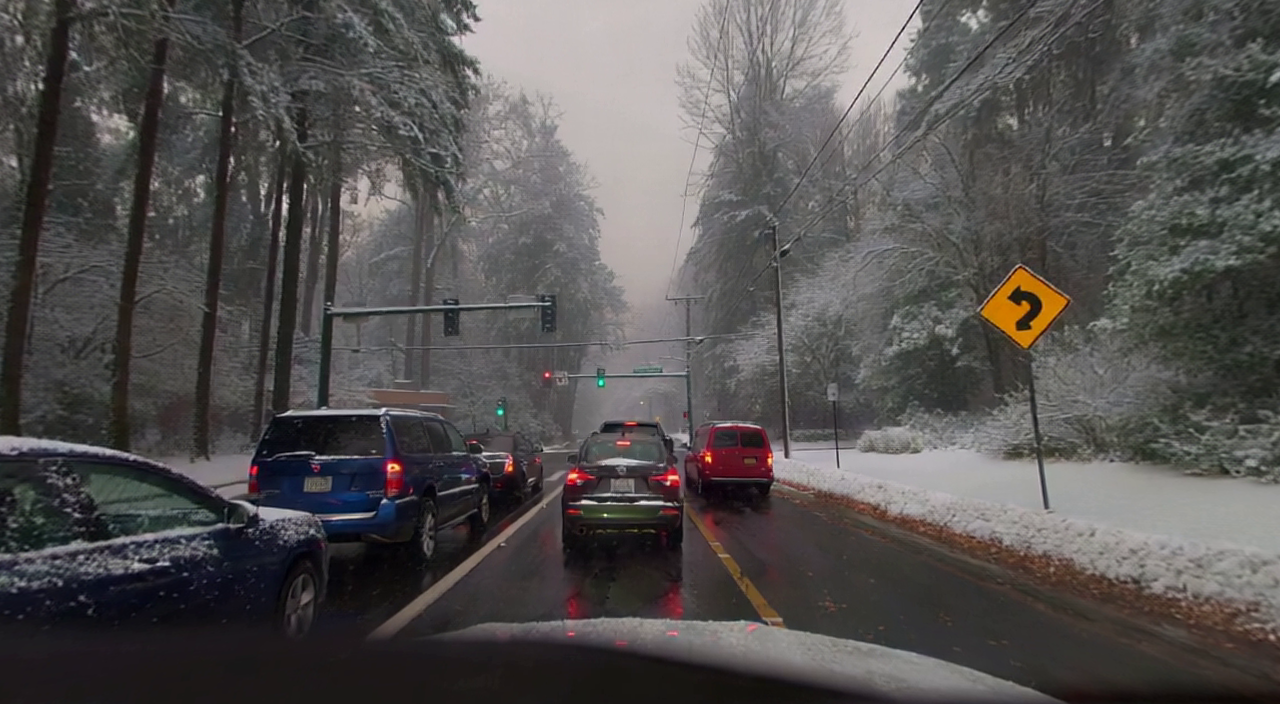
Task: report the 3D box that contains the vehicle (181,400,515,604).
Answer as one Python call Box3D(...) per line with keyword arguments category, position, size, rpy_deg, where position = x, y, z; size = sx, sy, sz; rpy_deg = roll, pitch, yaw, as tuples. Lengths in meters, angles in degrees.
Box3D(category="vehicle", position=(-2.886, 1.574, 7.454), size=(1.964, 1.712, 4.097), rpy_deg=(0, -8, 0))

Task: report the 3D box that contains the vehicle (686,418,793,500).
Box3D(category="vehicle", position=(2.463, 2.811, 16.870), size=(2.059, 1.864, 4.541), rpy_deg=(0, -8, -1))

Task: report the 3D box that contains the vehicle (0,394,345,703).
Box3D(category="vehicle", position=(-2.913, 0.837, 1.623), size=(1.974, 1.484, 4.716), rpy_deg=(0, -8, 1))

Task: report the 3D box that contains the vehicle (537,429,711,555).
Box3D(category="vehicle", position=(-0.244, 1.923, 9.350), size=(2.025, 1.453, 3.848), rpy_deg=(0, -8, -2))

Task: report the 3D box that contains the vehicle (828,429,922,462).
Box3D(category="vehicle", position=(11.395, 4.559, 30.693), size=(3.883, 1.534, 1.779), rpy_deg=(0, -8, 2))
